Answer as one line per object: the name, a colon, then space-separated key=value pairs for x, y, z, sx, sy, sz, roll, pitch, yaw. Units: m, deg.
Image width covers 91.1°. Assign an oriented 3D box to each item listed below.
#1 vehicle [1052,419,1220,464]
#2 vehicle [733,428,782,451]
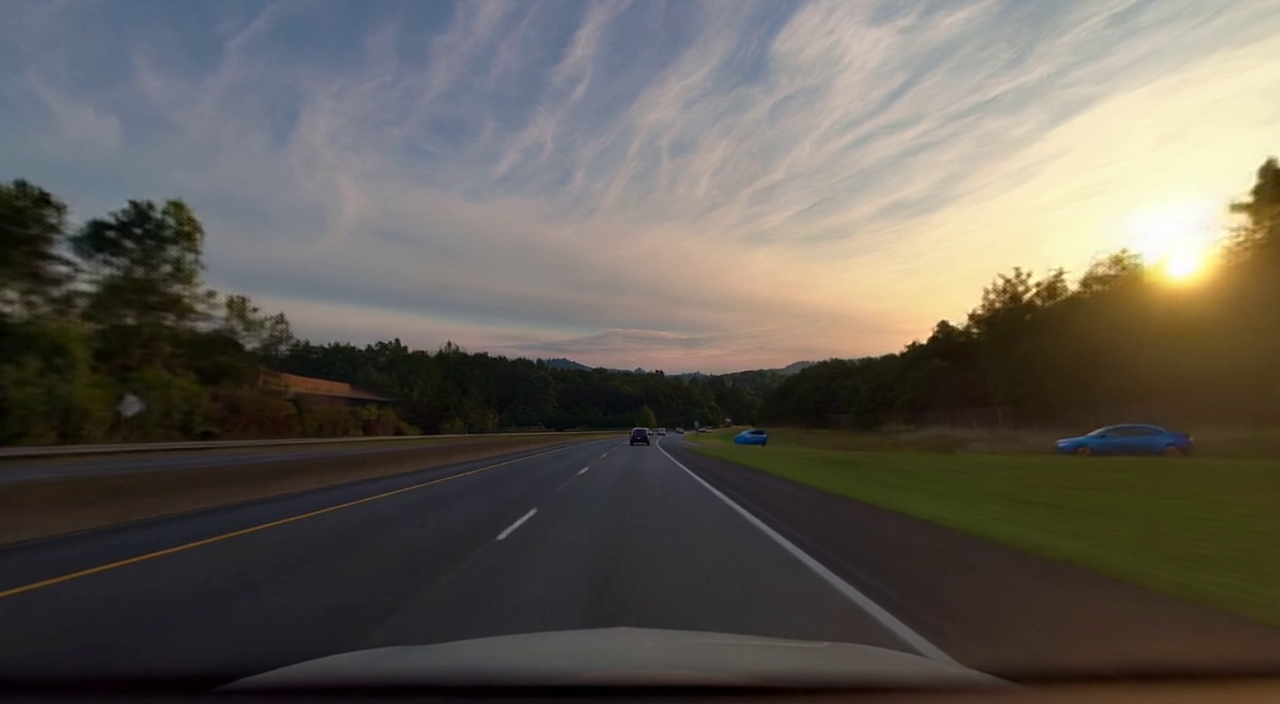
vehicle: x=18.345 y=3.326 z=23.473 sx=1.992 sy=1.486 sz=4.406 roll=5 pitch=-9 yaw=-31
vehicle: x=8.210 y=6.135 z=44.200 sx=1.765 sy=1.510 sz=3.762 roll=3 pitch=-8 yaw=-17
